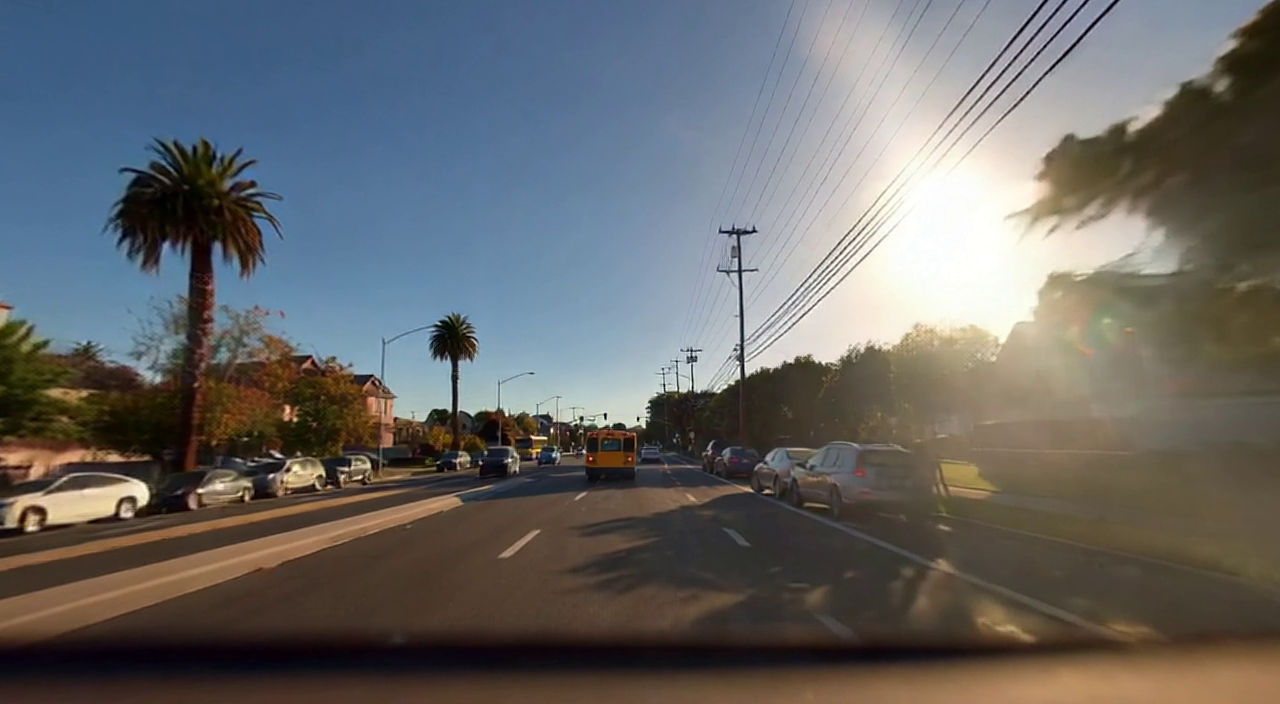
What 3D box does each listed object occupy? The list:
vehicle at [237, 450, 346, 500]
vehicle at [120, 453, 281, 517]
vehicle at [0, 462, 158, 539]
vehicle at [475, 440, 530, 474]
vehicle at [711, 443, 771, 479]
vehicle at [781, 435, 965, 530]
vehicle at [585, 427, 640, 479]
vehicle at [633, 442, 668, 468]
[{"bbox_3d":[-14.147,4.977,25.943,2.041,1.643,4.665,-4,-9,-3],"label":"vehicle"},{"bbox_3d":[-13.644,4.105,20.013,1.979,1.509,4.763,-3,-7,-4],"label":"vehicle"},{"bbox_3d":[-13.150,3.292,14.068,1.841,1.356,3.938,-6,-8,-2],"label":"vehicle"},{"bbox_3d":[-7.912,6.049,36.652,2.096,1.798,4.831,0,-8,0],"label":"vehicle"},{"bbox_3d":[4.376,4.801,28.032,1.838,1.458,4.750,0,-8,-1],"label":"vehicle"},{"bbox_3d":[4.247,2.431,12.364,1.946,1.530,4.240,0,-8,-1],"label":"vehicle"},{"bbox_3d":[-1.190,4.299,27.036,2.168,2.040,4.527,0,-8,-3],"label":"vehicle"},{"bbox_3d":[0.691,6.372,39.114,2.063,1.495,3.849,0,-8,1],"label":"vehicle"}]
